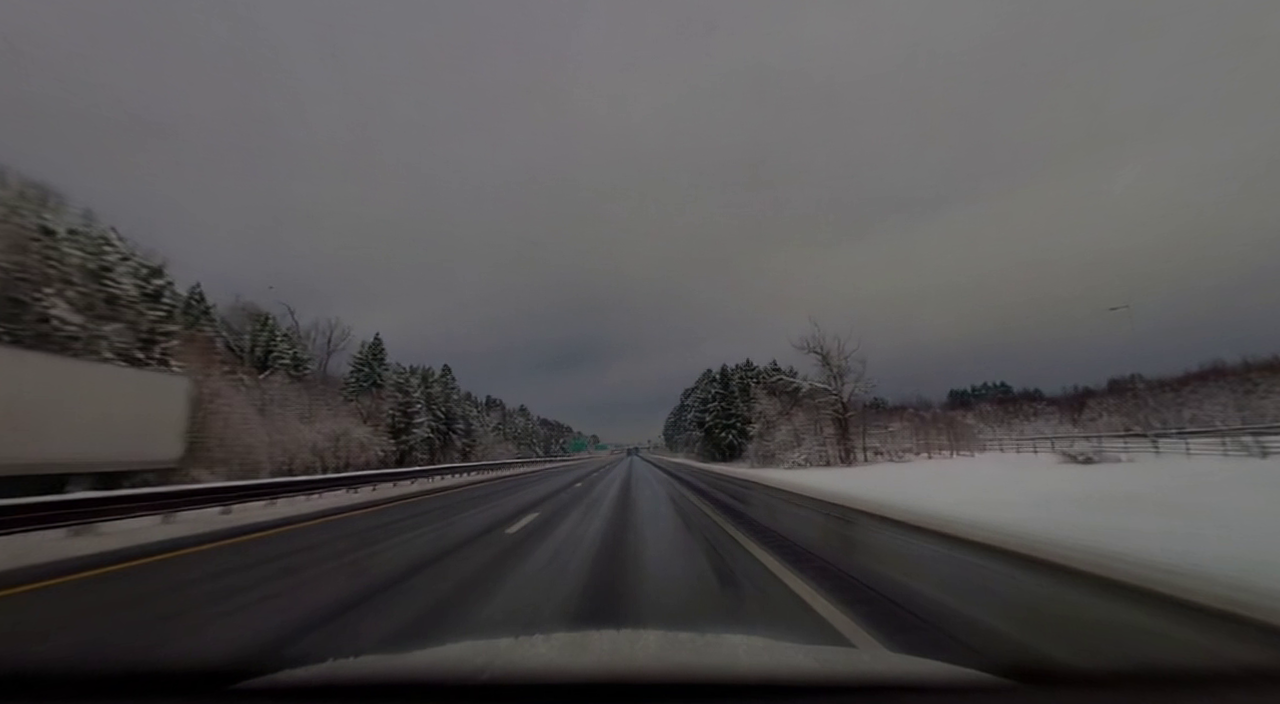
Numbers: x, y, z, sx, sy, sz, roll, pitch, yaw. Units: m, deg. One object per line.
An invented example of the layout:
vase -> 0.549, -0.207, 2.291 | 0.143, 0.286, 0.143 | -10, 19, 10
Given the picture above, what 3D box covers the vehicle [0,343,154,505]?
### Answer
vehicle -> -17.241, 1.390, 13.000 | 2.986, 3.958, 14.432 | 0, -9, 0
